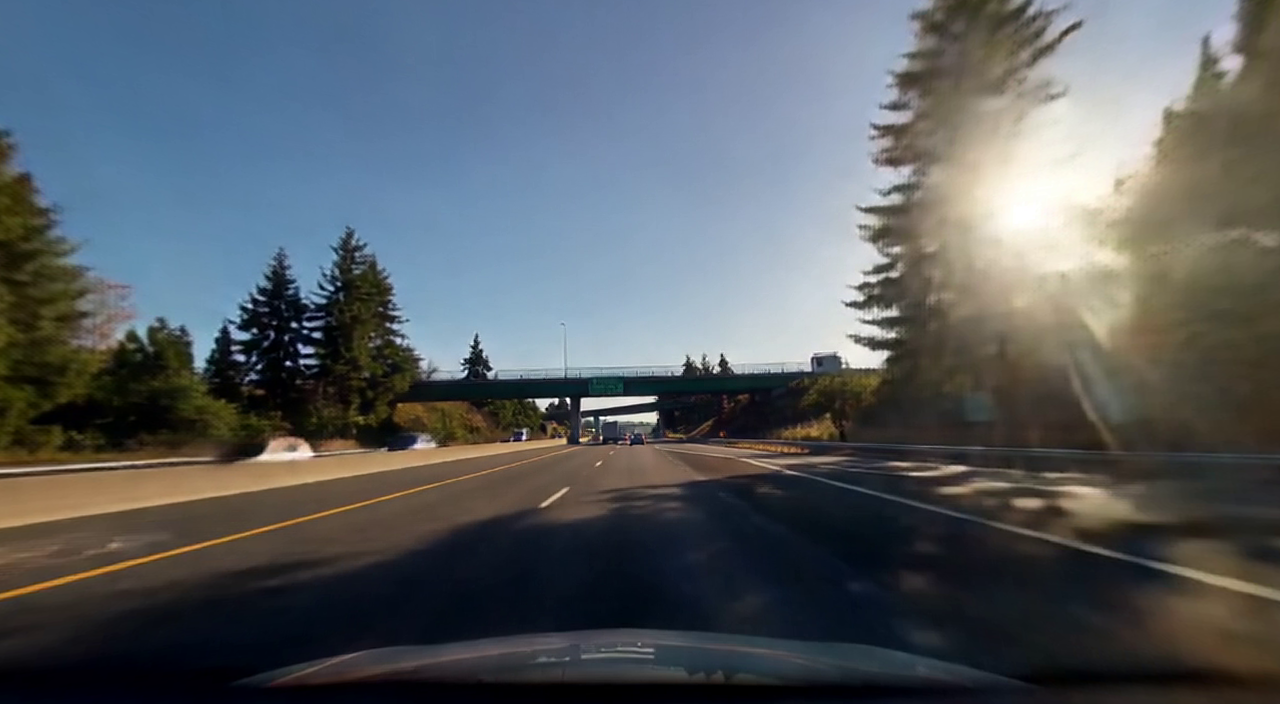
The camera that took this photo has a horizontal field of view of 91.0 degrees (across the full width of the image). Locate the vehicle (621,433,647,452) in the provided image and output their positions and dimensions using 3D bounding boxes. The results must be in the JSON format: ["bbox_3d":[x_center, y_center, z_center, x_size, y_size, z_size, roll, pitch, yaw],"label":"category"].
[{"bbox_3d":[-0.547,7.108,49.518,1.952,1.438,3.702,0,-8,-2],"label":"vehicle"}]
